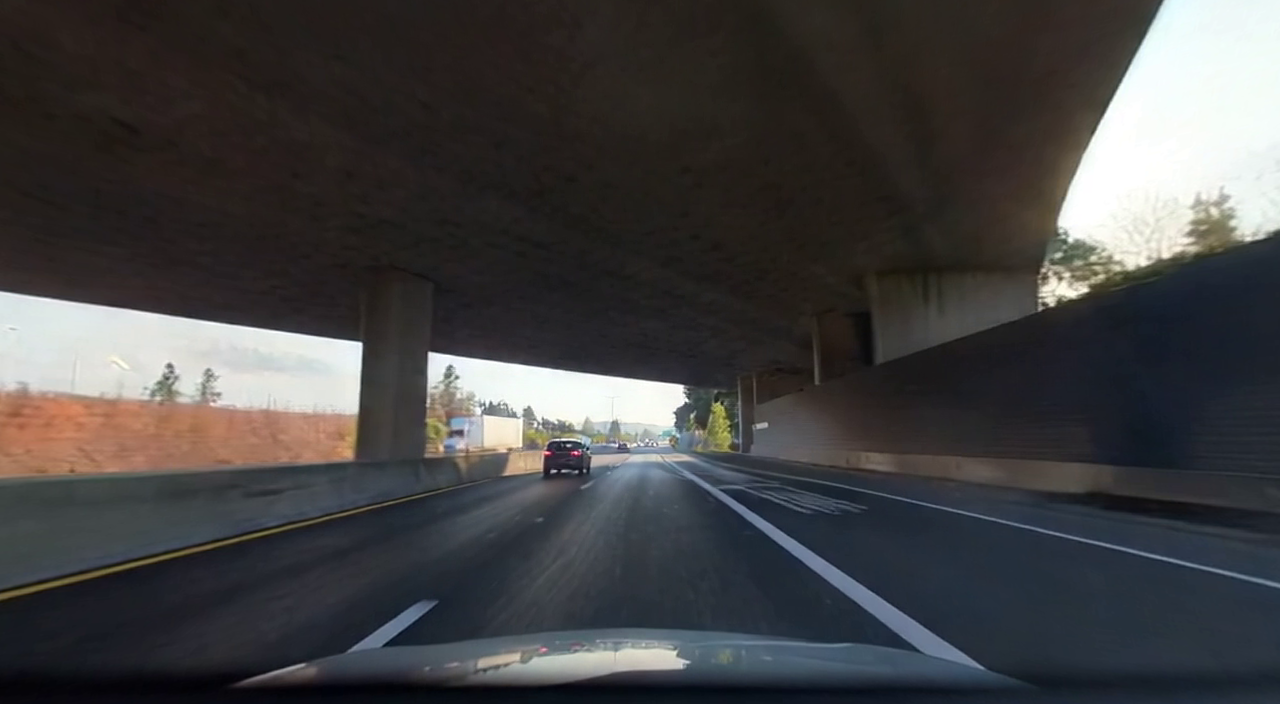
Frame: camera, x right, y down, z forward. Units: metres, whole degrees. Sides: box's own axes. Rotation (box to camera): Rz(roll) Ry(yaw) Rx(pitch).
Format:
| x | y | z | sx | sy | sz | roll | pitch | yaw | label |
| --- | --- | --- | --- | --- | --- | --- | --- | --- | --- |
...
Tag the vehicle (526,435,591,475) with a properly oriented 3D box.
| x | y | z | sx | sy | sz | roll | pitch | yaw | label |
| --- | --- | --- | --- | --- | --- | --- | --- | --- | --- |
| -3.326 | 4.312 | 26.529 | 2.051 | 1.531 | 4.250 | 0 | -8 | 2 | vehicle |
